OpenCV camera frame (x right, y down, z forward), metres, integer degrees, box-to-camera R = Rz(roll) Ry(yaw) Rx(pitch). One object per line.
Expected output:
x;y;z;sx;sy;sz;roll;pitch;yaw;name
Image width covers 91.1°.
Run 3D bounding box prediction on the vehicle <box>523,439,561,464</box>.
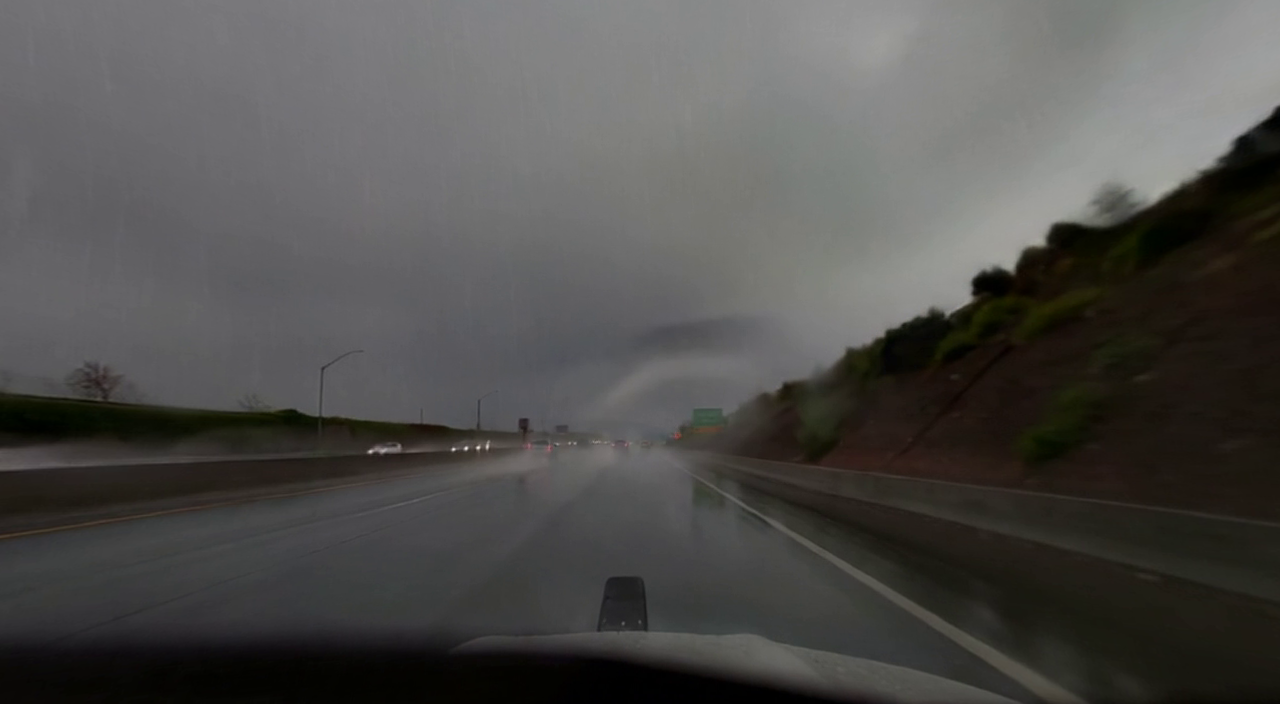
-6.785;6.912;43.865;1.972;1.660;4.254;0;-8;1;vehicle
